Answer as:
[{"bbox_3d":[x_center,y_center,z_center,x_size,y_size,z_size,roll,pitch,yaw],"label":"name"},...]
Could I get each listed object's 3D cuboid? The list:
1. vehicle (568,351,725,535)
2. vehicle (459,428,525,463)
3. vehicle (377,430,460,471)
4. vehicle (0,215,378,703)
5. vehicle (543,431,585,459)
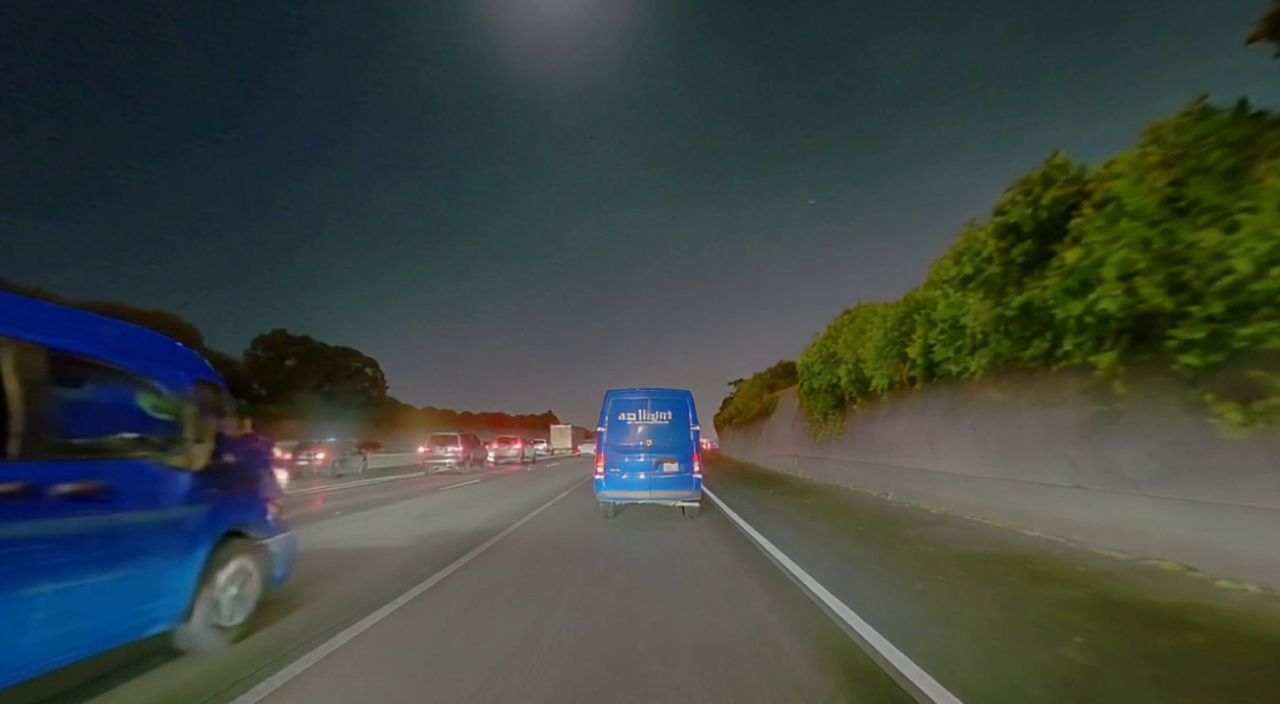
[{"bbox_3d":[0.132,1.810,12.660,2.316,2.738,6.398,0,-8,1],"label":"vehicle"},{"bbox_3d":[-9.661,6.195,41.749,2.566,2.158,5.957,-1,-8,4],"label":"vehicle"},{"bbox_3d":[-10.620,4.757,30.661,2.061,1.846,4.852,-1,-8,3],"label":"vehicle"},{"bbox_3d":[-3.693,0.544,2.103,2.597,2.163,6.860,0,-8,1],"label":"vehicle"},{"bbox_3d":[-5.895,7.314,49.504,2.302,2.007,5.490,-1,-8,3],"label":"vehicle"}]
